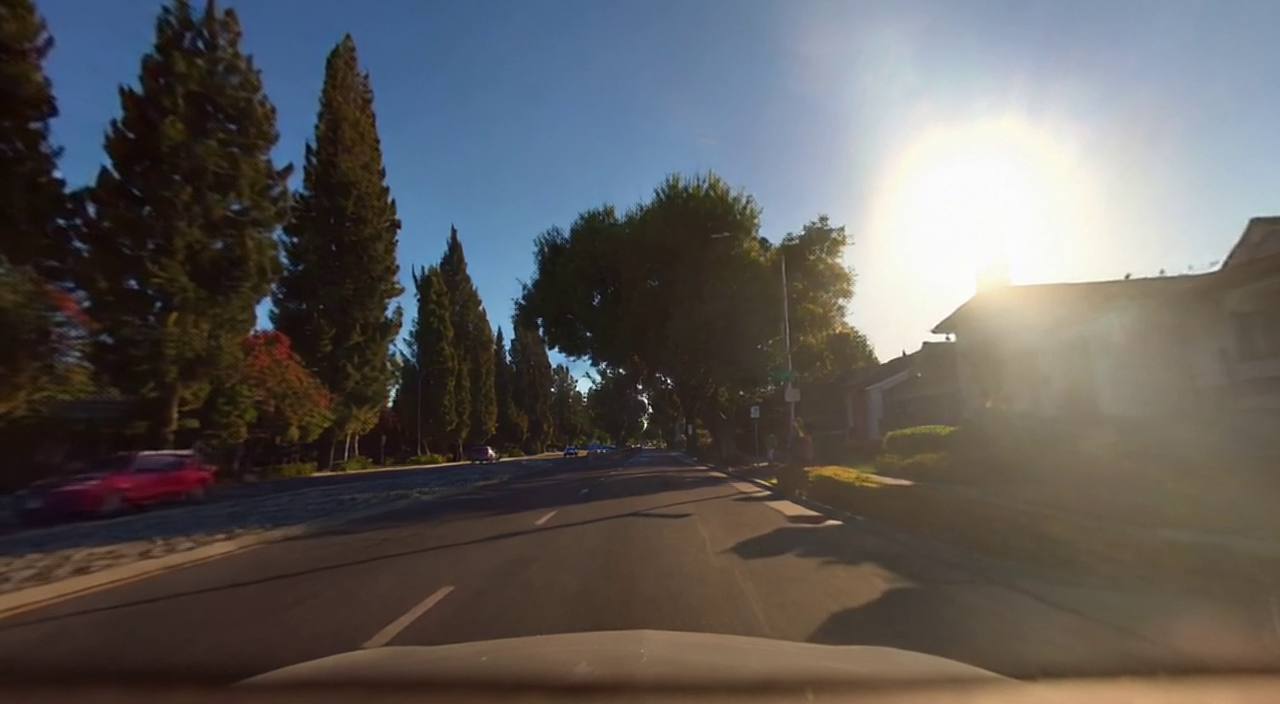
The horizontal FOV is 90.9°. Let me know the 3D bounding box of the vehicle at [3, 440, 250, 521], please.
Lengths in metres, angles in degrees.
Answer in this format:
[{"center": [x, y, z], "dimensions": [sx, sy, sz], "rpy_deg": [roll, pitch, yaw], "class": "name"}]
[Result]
[{"center": [-12.005, 2.988, 15.303], "dimensions": [2.193, 1.628, 4.560], "rpy_deg": [0, -8, -1], "class": "vehicle"}]
